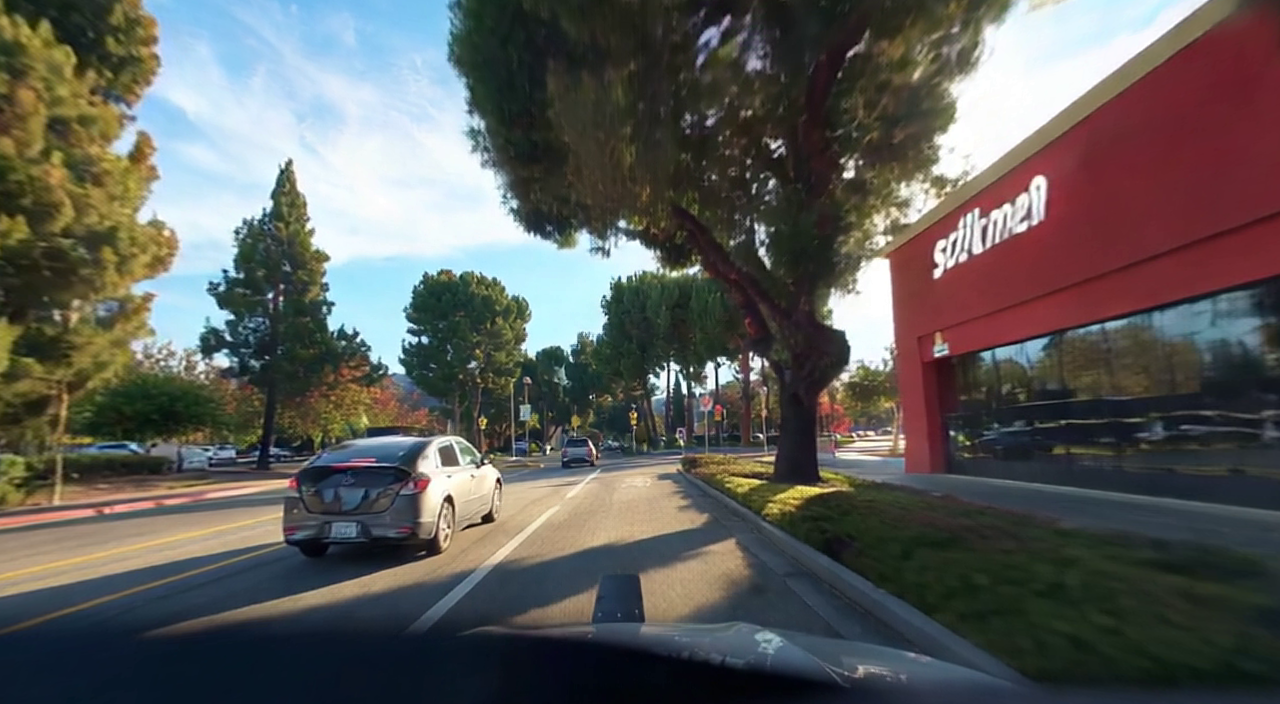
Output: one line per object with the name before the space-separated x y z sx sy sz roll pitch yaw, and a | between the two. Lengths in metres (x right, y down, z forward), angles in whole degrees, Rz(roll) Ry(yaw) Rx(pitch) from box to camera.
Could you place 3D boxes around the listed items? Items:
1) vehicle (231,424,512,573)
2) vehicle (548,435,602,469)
vehicle | -3.164 1.776 8.590 1.853 1.478 4.381 0 -8 1
vehicle | -2.965 4.632 29.440 1.962 1.424 4.289 0 -8 1
